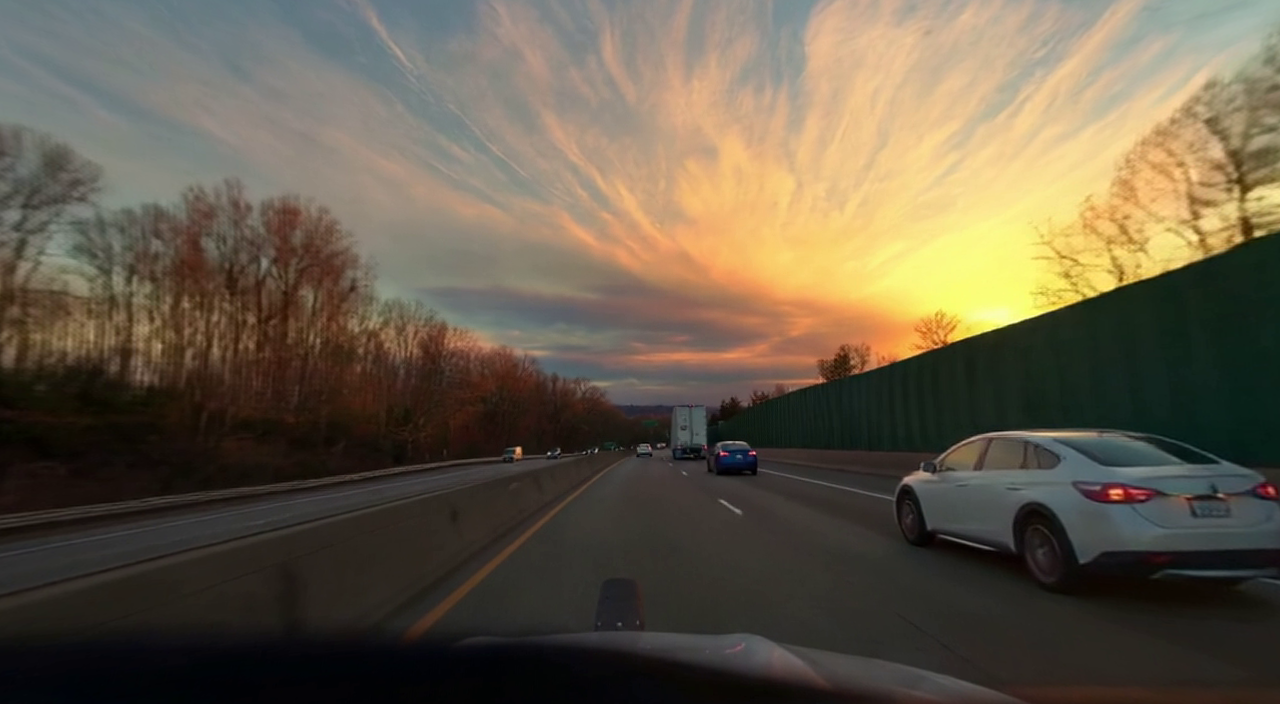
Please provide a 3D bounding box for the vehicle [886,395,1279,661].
[{"bbox_3d":[4.110,1.318,5.767,1.940,1.539,4.005,1,-8,-2],"label":"vehicle"}]

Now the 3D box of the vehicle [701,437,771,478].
[{"bbox_3d":[3.756,4.218,25.485,2.000,1.473,4.440,1,-8,-2],"label":"vehicle"}]
